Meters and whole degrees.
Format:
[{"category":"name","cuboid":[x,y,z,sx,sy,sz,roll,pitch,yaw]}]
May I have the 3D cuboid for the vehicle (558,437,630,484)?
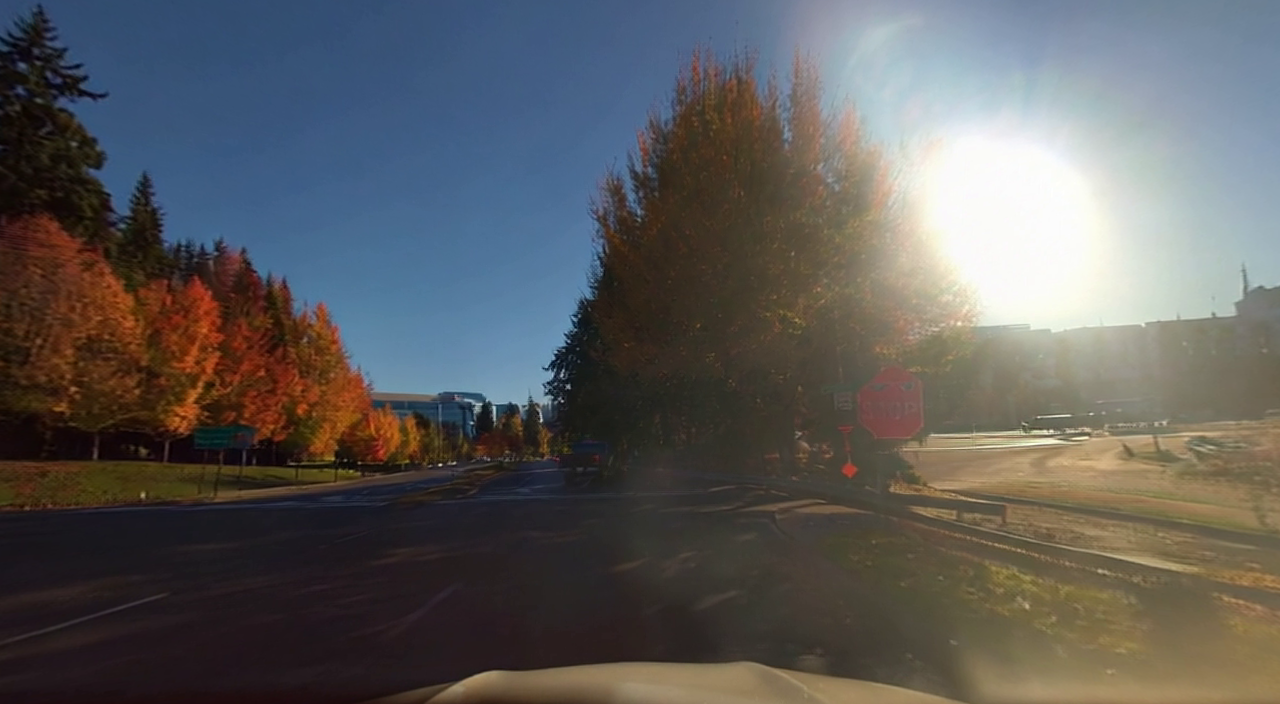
[{"category":"vehicle","cuboid":[-2.051,5.126,30.107,2.284,2.012,5.607,-1,-9,8]}]
